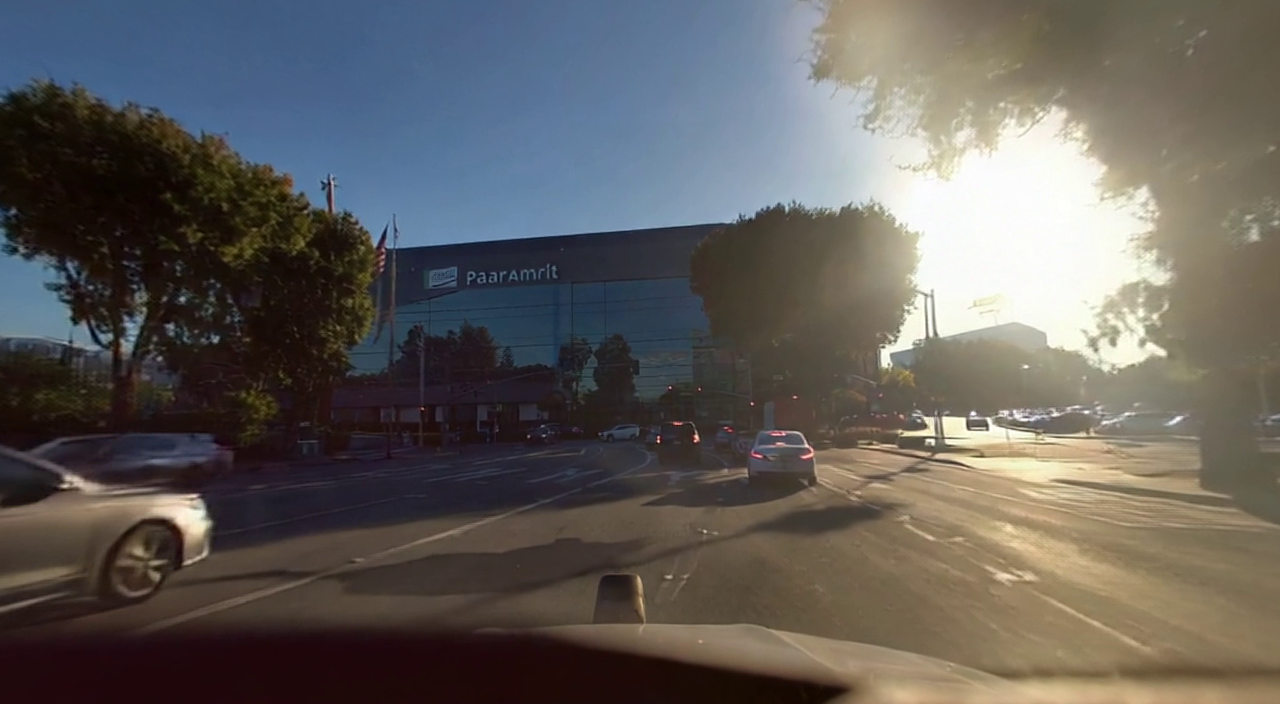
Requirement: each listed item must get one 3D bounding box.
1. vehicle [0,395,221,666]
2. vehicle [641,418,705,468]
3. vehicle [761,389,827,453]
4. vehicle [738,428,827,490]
[{"bbox_3d":[-4.717,0.936,3.108,2.010,1.515,4.152,-1,-9,9],"label":"vehicle"},{"bbox_3d":[1.465,3.774,26.028,2.188,1.892,4.488,-1,-9,9],"label":"vehicle"},{"bbox_3d":[10.272,4.902,43.050,2.965,3.900,9.064,-1,-9,5],"label":"vehicle"},{"bbox_3d":[3.884,2.973,17.834,2.109,1.500,4.585,-1,-9,9],"label":"vehicle"}]
